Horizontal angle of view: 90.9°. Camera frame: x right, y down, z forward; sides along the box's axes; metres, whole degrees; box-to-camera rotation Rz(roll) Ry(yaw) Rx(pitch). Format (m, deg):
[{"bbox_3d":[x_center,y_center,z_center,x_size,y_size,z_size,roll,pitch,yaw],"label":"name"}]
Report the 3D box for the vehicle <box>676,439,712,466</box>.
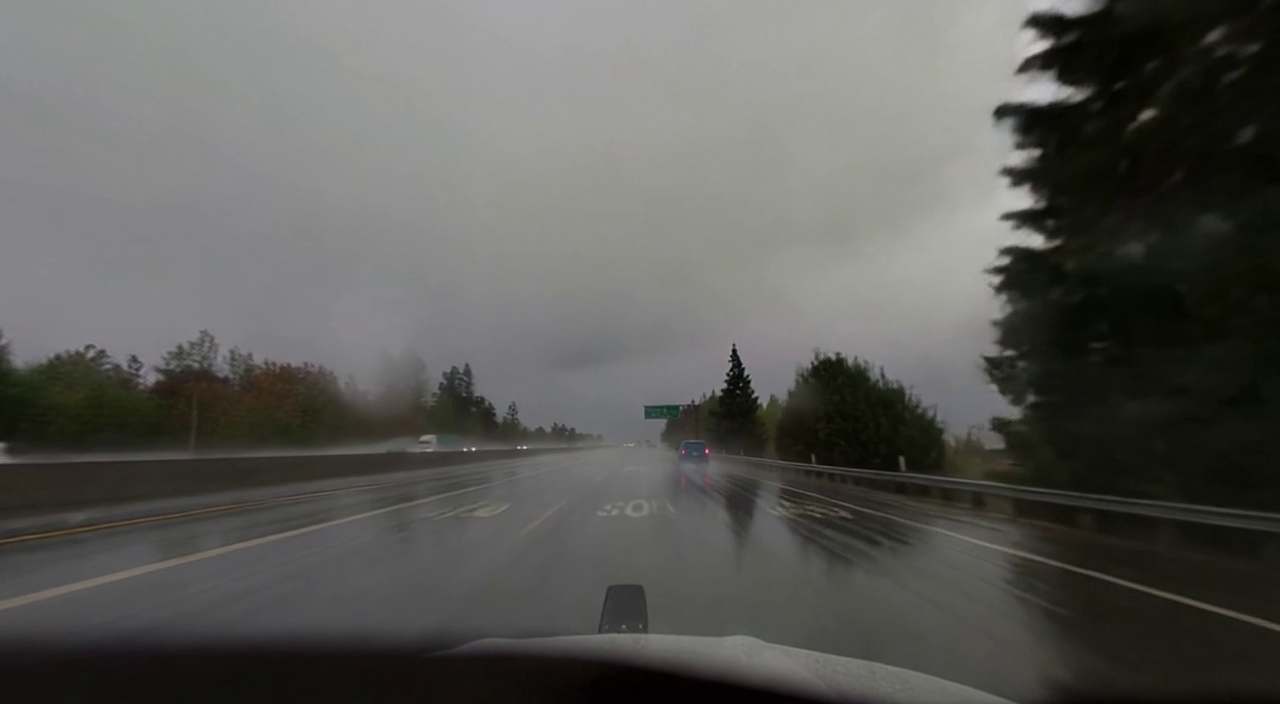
[{"bbox_3d":[4.000,7.542,47.601,2.172,1.930,4.879,0,-9,-2],"label":"vehicle"}]
